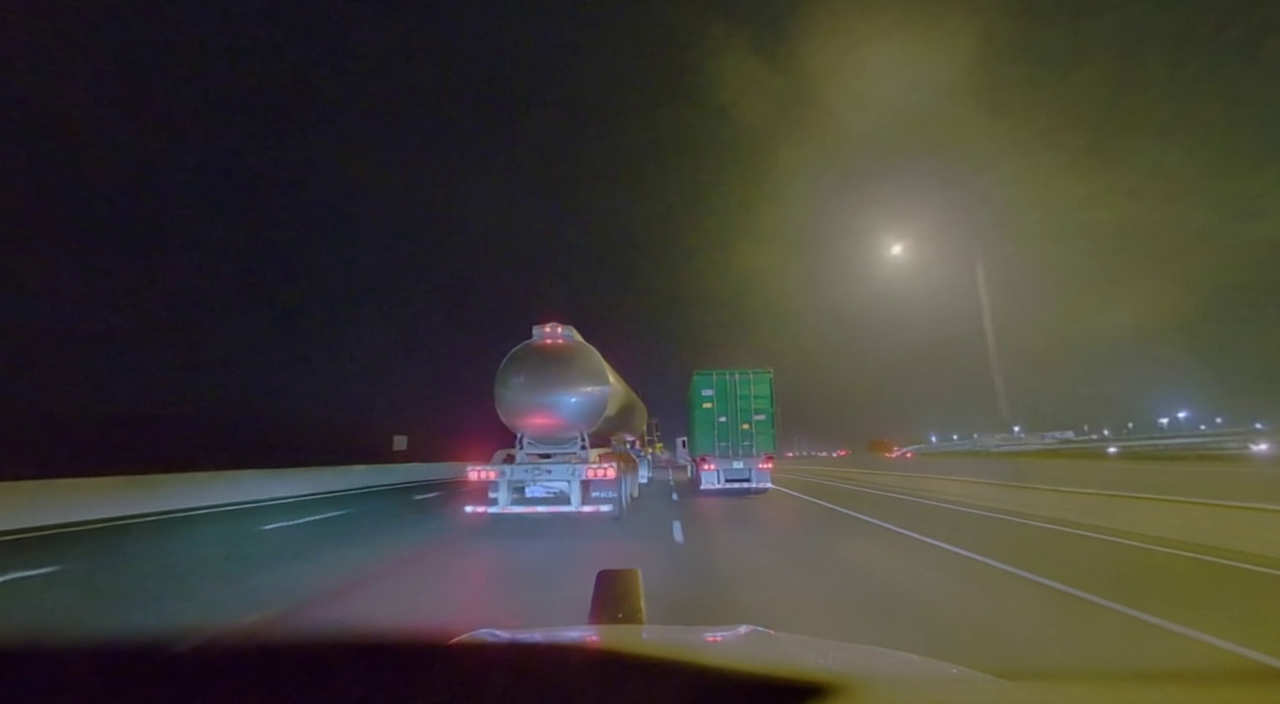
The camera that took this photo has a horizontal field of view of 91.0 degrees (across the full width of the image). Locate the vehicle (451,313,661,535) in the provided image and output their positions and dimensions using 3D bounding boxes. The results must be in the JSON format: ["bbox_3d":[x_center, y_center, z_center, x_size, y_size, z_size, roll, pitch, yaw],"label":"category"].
[{"bbox_3d":[-1.083,2.448,18.978,3.267,3.655,17.154,0,-9,2],"label":"vehicle"}]

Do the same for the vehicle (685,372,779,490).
[{"bbox_3d":[3.521,3.533,27.207,2.942,4.003,11.297,0,-9,3],"label":"vehicle"}]
